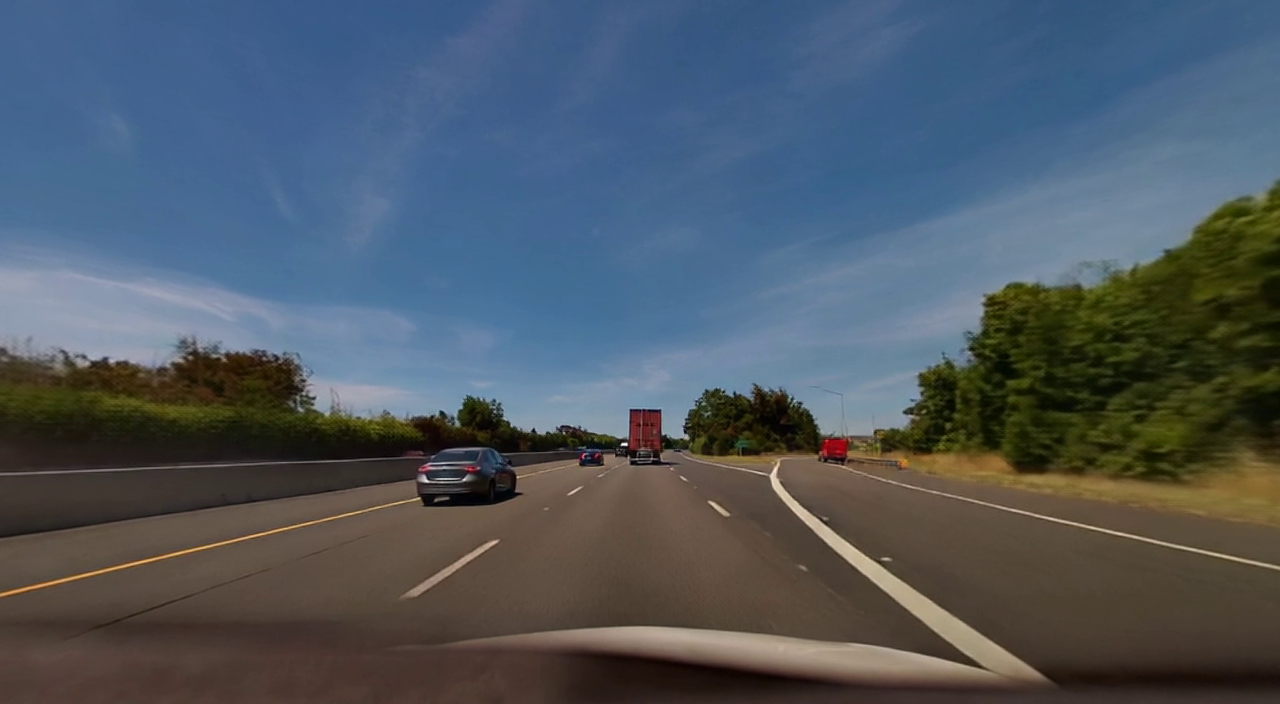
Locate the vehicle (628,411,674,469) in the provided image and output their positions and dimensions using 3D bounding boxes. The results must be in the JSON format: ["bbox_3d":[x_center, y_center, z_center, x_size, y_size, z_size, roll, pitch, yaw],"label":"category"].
[{"bbox_3d":[0.724,6.253,44.361,2.893,3.628,9.081,0,-9,1],"label":"vehicle"}]

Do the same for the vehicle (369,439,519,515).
[{"bbox_3d":[-4.279,2.799,14.615,2.010,1.461,4.391,0,-9,1],"label":"vehicle"}]

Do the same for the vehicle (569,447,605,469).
[{"bbox_3d":[-3.566,7.220,43.179,1.981,1.435,4.199,0,-9,2],"label":"vehicle"}]
